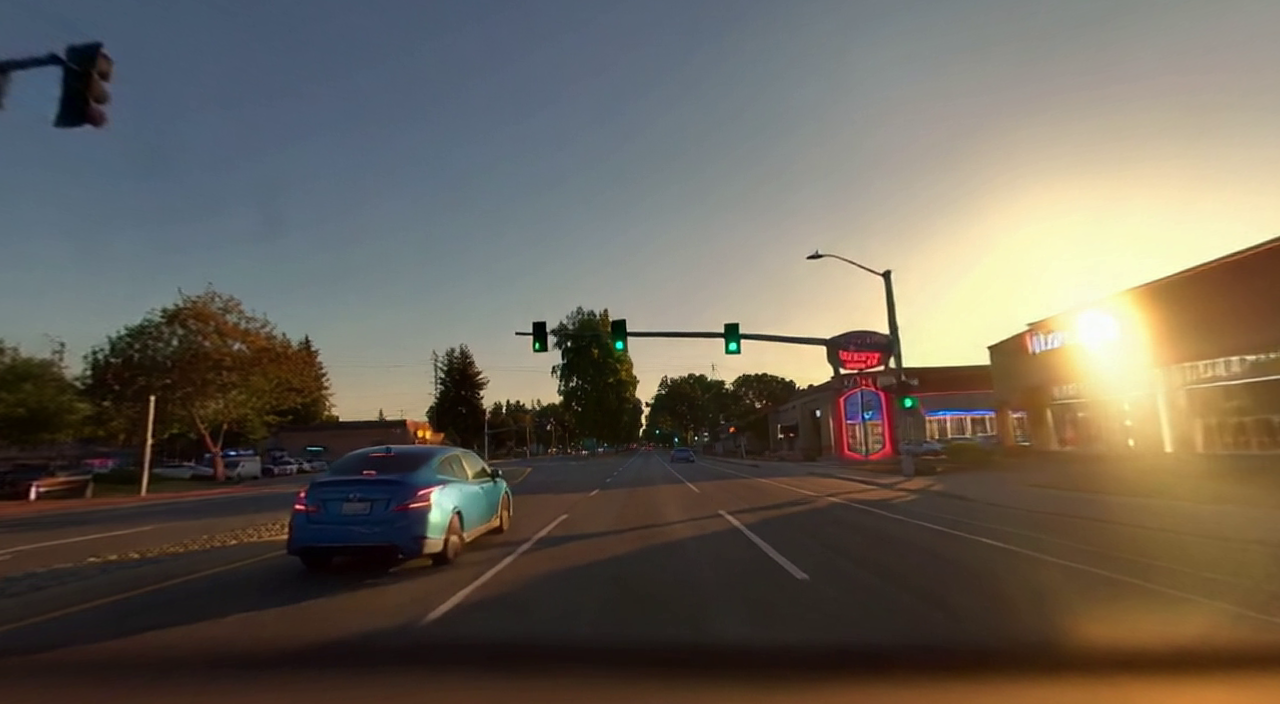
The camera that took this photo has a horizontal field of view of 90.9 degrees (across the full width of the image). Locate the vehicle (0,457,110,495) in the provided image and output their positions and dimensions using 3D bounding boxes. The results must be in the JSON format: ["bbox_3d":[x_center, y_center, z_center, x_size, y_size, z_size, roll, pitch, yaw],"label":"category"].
[{"bbox_3d":[-31.171,6.417,32.823,5.009,1.772,2.506,5,-10,-30],"label":"vehicle"}]

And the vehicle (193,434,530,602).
[{"bbox_3d":[-2.871,1.810,7.941,2.082,1.460,4.636,0,-8,1],"label":"vehicle"}]
